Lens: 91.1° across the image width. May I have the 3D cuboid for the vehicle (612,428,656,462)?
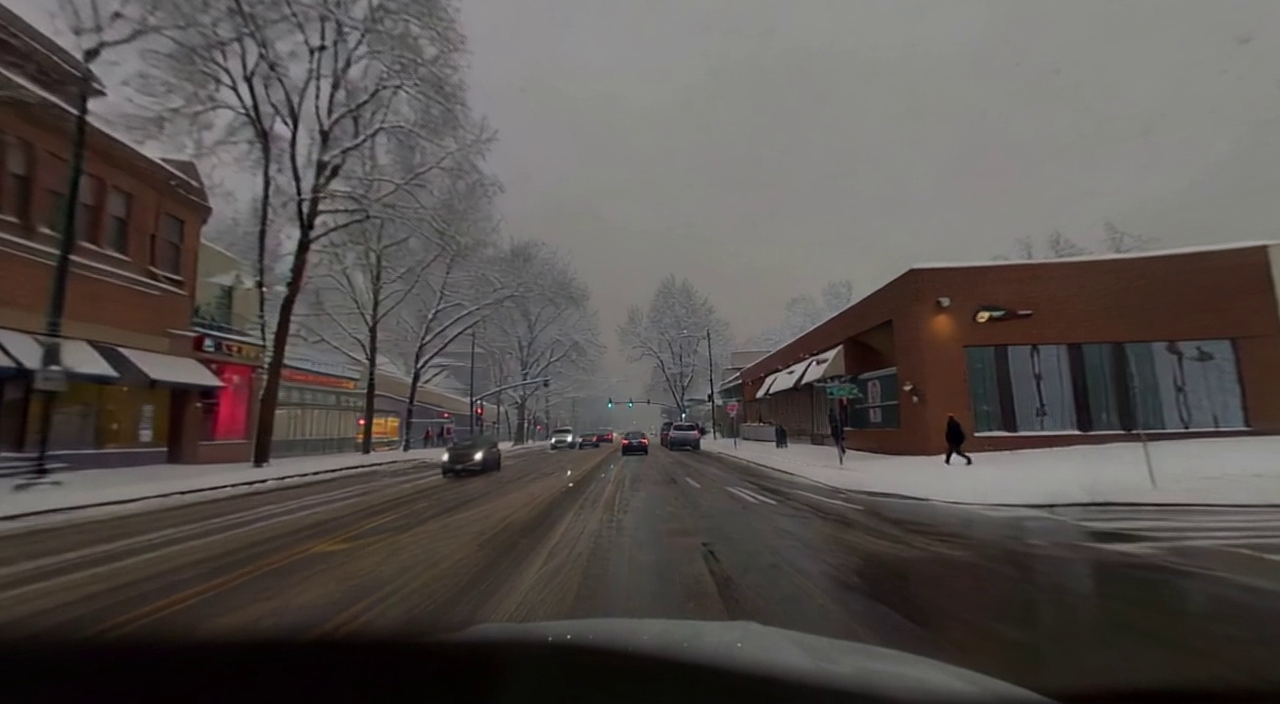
[{"bbox_3d":[-0.363,5.007,34.093,2.274,1.736,4.083,0,-8,-2],"label":"vehicle"}]

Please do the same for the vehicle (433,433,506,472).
[{"bbox_3d":[-7.024,4.157,26.436,2.121,1.489,4.430,1,-8,-4],"label":"vehicle"}]

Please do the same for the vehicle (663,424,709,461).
[{"bbox_3d":[2.582,5.188,36.200,2.147,1.968,4.478,0,-8,-2],"label":"vehicle"}]
